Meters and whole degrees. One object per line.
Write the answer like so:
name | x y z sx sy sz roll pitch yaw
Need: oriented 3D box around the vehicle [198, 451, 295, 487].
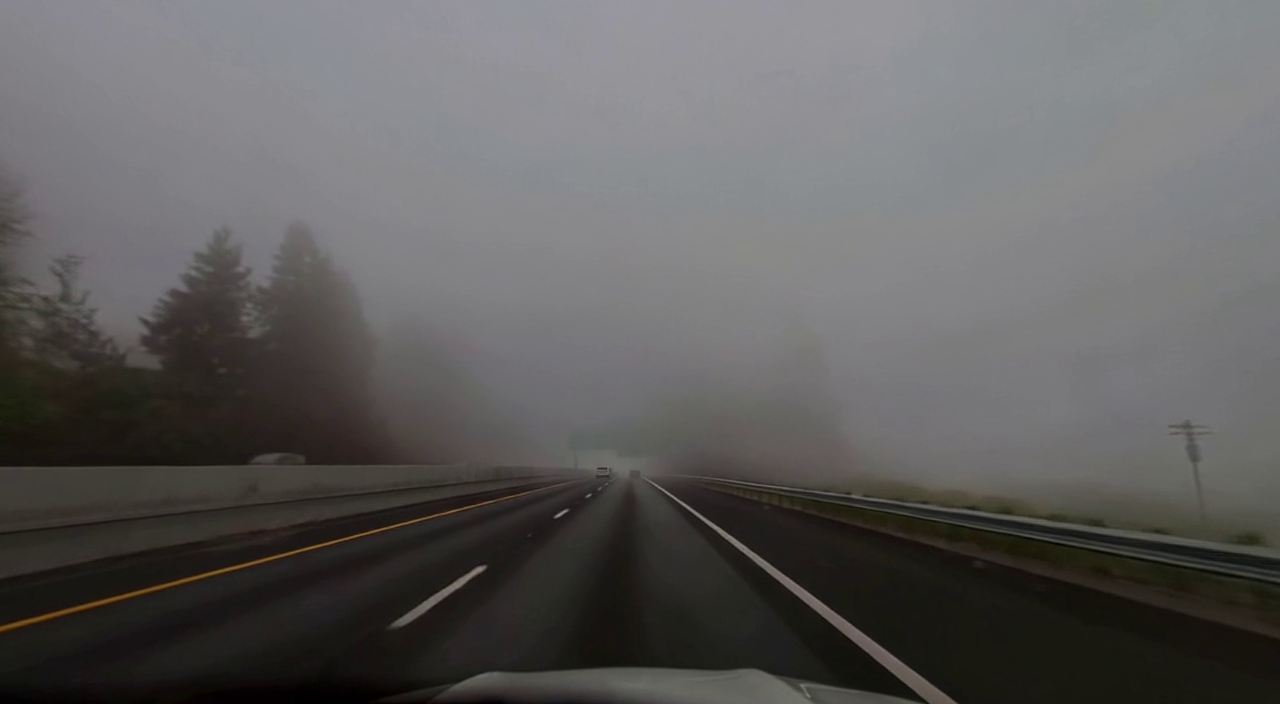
vehicle | -16.917 5.063 27.333 1.740 1.434 3.717 1 -10 0
